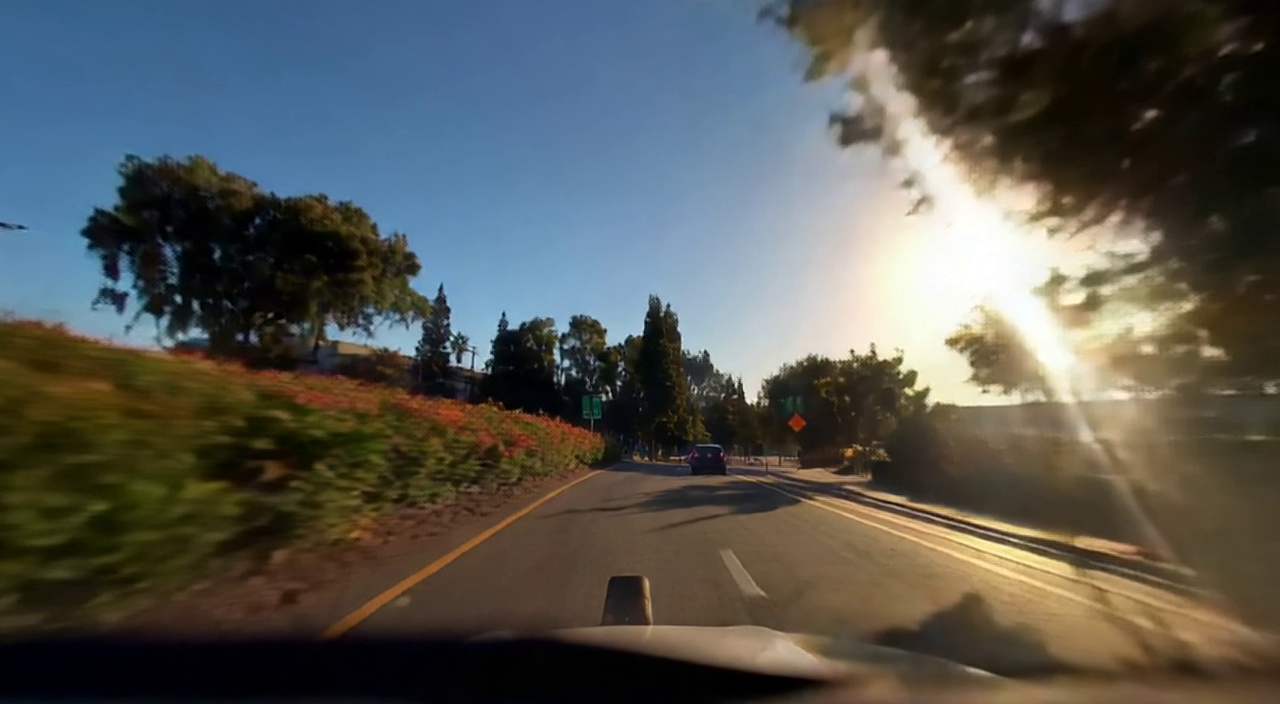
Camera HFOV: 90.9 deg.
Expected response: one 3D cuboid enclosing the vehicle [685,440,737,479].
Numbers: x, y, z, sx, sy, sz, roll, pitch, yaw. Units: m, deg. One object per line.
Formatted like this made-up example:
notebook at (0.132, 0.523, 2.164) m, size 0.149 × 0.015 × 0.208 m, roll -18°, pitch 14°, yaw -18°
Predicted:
vehicle at (3.037, 4.701, 27.922) m, size 1.956 × 1.473 × 4.640 m, roll 0°, pitch -7°, yaw 2°
